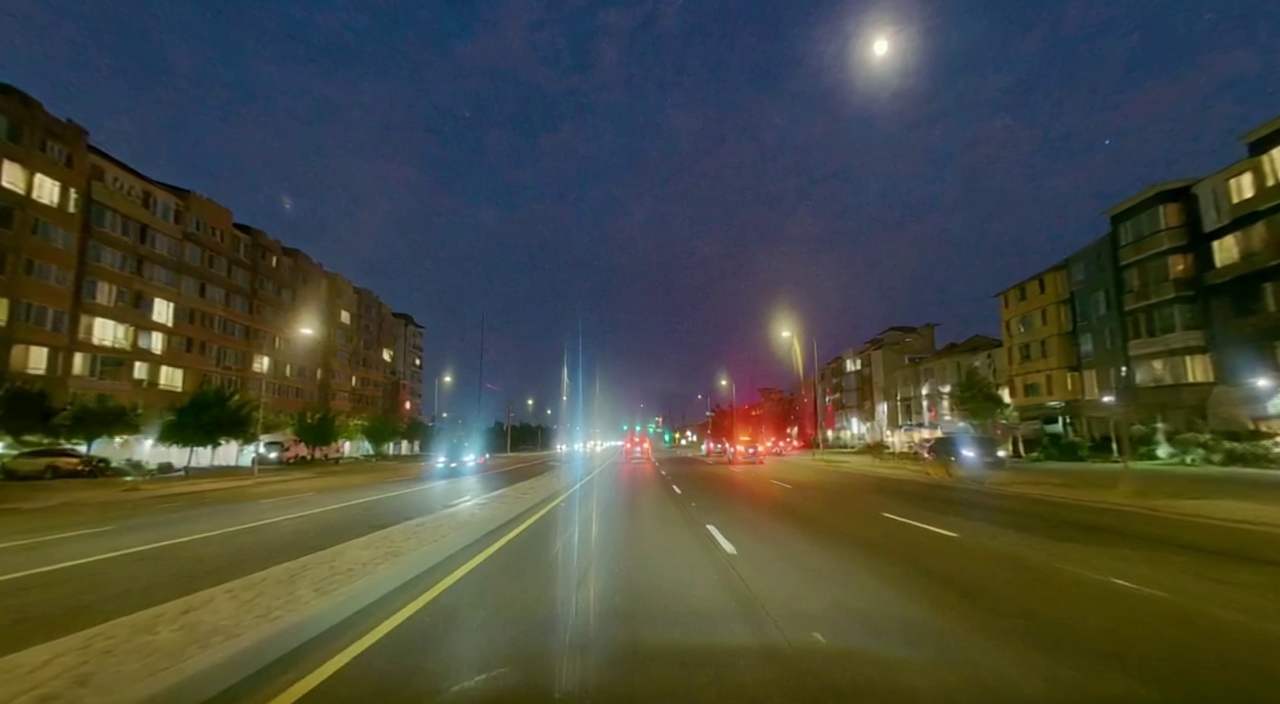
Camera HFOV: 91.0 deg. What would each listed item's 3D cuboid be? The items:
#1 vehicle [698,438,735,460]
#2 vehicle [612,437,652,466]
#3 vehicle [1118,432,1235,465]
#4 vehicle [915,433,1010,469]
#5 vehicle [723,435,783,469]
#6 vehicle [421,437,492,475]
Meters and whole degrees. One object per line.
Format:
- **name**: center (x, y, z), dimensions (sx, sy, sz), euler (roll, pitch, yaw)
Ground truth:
- **vehicle**: center (5.688, 7.245, 47.183), dimensions (2.154, 1.554, 4.149), euler (0, -8, -2)
- **vehicle**: center (-0.431, 5.577, 35.402), dimensions (2.106, 1.553, 3.964), euler (0, -8, 0)
- **vehicle**: center (27.158, 4.902, 32.097), dimensions (2.138, 1.542, 4.671), euler (-1, -9, 5)
- **vehicle**: center (14.996, 4.636, 29.586), dimensions (2.025, 1.523, 4.581), euler (0, -8, 0)
- **vehicle**: center (5.685, 5.119, 32.352), dimensions (2.121, 1.557, 4.898), euler (0, -8, -1)
- **vehicle**: center (-8.684, 4.973, 30.241), dimensions (2.010, 1.674, 4.484), euler (0, -8, 1)
